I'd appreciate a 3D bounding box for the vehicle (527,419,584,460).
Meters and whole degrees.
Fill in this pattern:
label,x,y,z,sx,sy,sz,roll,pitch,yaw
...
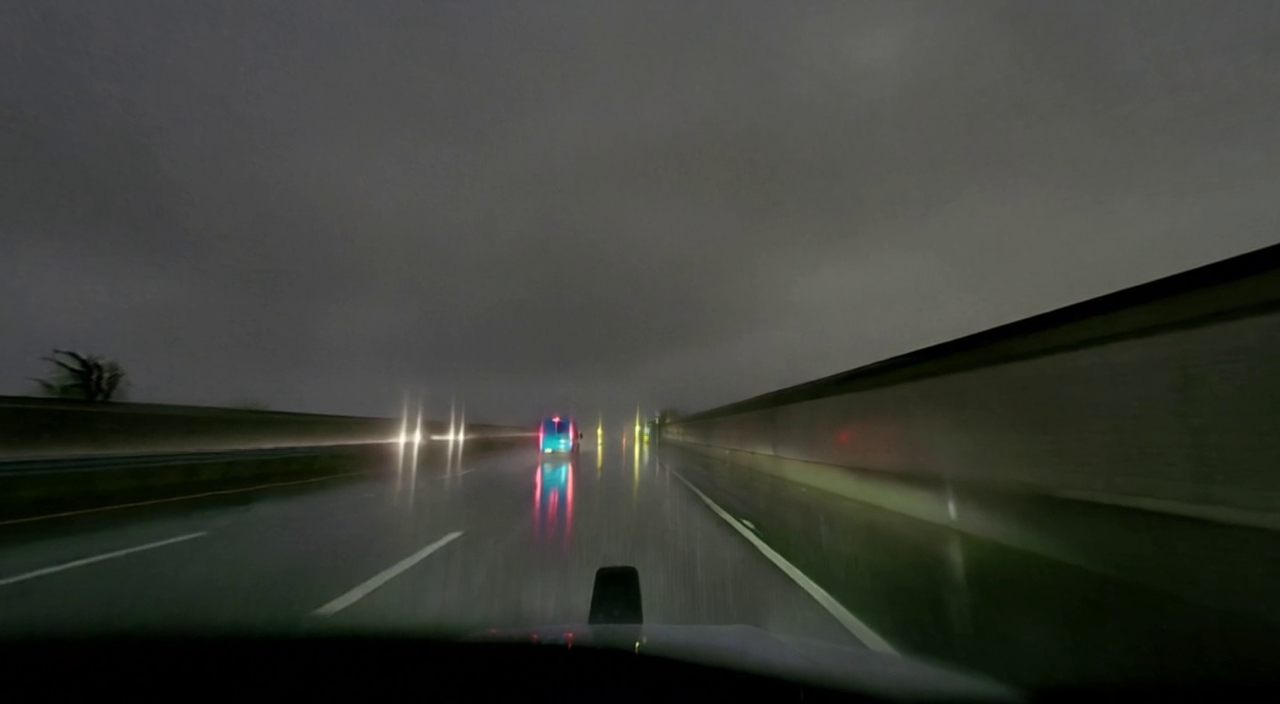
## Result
label,x,y,z,sx,sy,sz,roll,pitch,yaw
vehicle,-4.429,4.679,33.726,2.309,2.053,4.884,0,-8,1
